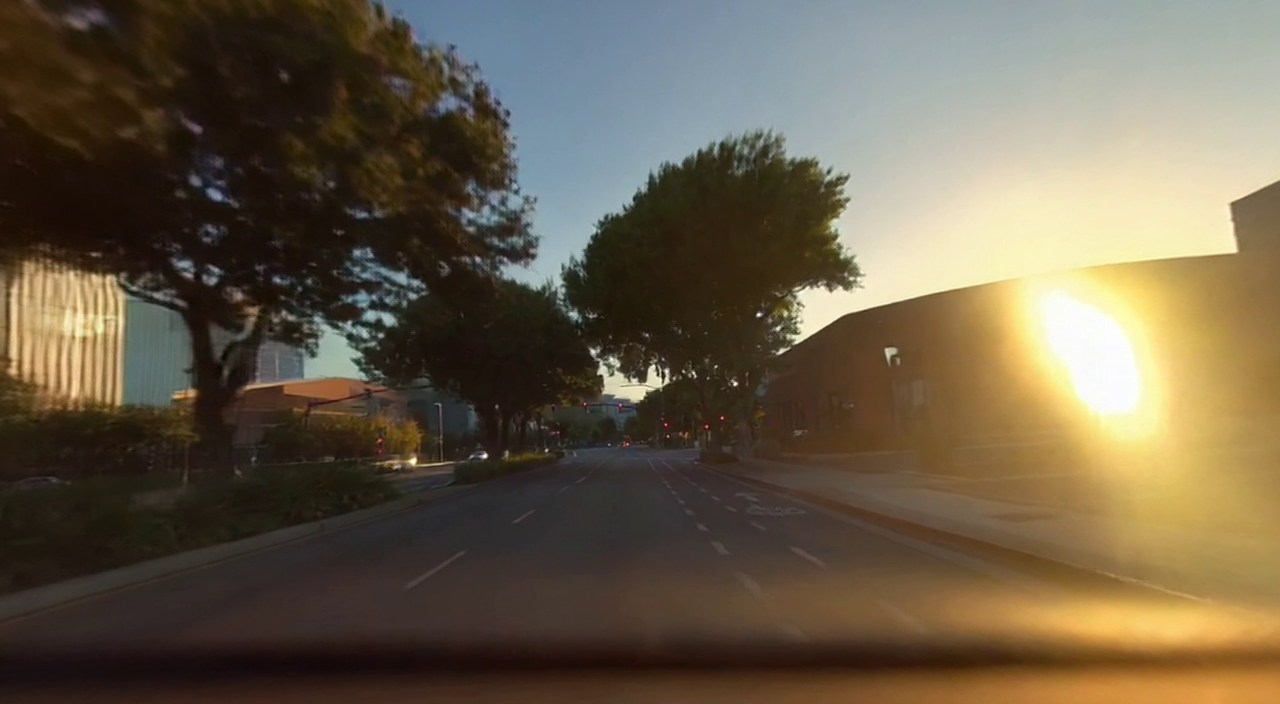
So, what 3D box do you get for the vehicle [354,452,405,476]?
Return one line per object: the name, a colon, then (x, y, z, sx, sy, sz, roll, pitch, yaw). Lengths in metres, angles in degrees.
vehicle: (-20.214, 8.665, 49.202, 2.223, 1.728, 4.250, 0, -9, -1)
